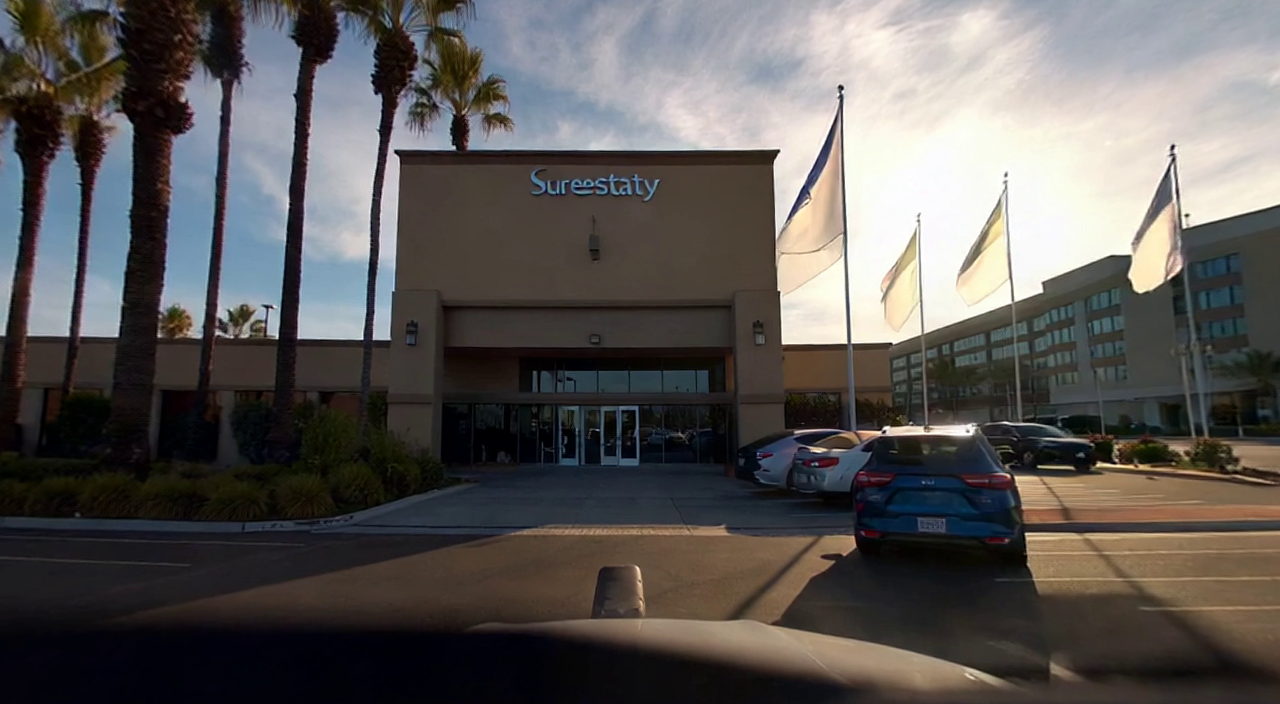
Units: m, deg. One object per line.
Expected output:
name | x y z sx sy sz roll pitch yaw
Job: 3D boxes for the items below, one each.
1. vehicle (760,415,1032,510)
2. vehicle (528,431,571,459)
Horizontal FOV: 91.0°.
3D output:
vehicle | 4.887 2.178 12.591 4.567 1.723 1.926 0 -8 0
vehicle | -6.626 6.805 46.357 1.943 1.890 4.472 -3 -7 8
